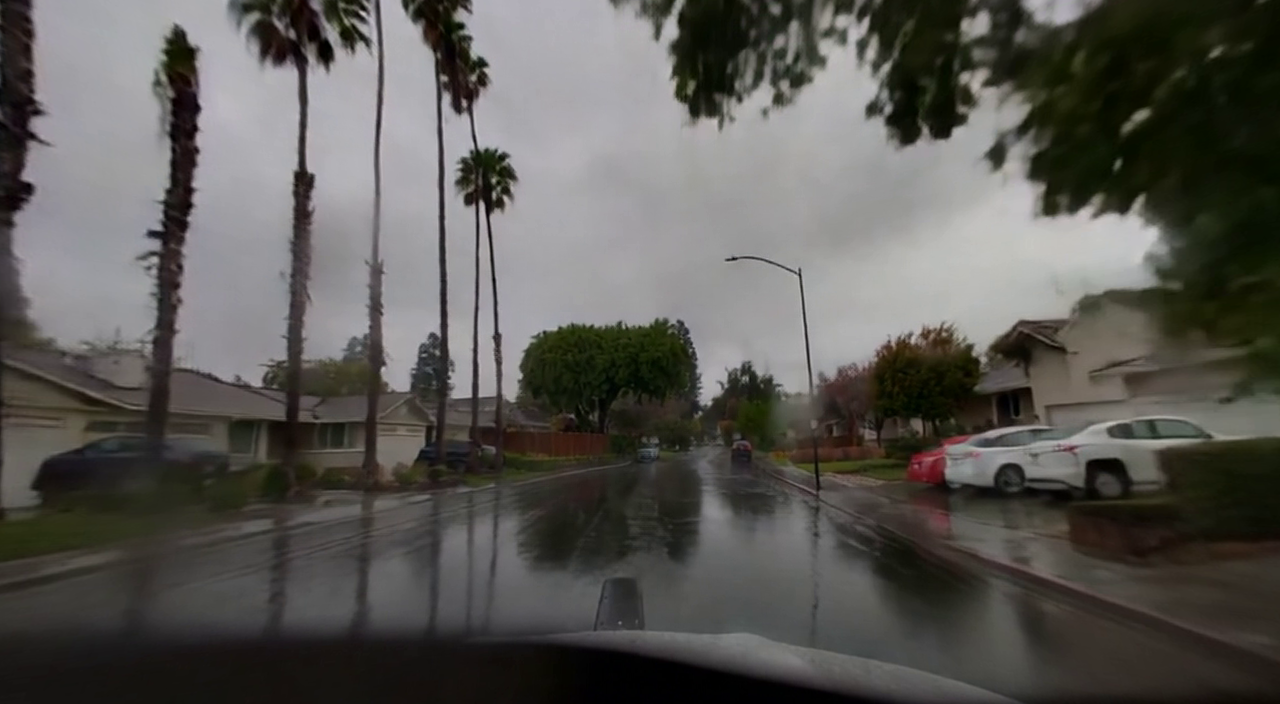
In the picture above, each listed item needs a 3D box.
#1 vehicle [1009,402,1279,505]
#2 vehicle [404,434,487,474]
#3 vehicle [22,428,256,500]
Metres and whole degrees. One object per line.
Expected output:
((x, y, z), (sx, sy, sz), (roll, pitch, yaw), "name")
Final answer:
((10.721, 2.045, 12.844), (5.050, 1.896, 2.041), (0, -9, -2), "vehicle")
((-10.980, 5.804, 35.740), (3.918, 1.719, 1.988), (-3, -21, 3), "vehicle")
((-13.401, 2.977, 16.970), (5.015, 1.746, 1.968), (-2, -9, 10), "vehicle")
